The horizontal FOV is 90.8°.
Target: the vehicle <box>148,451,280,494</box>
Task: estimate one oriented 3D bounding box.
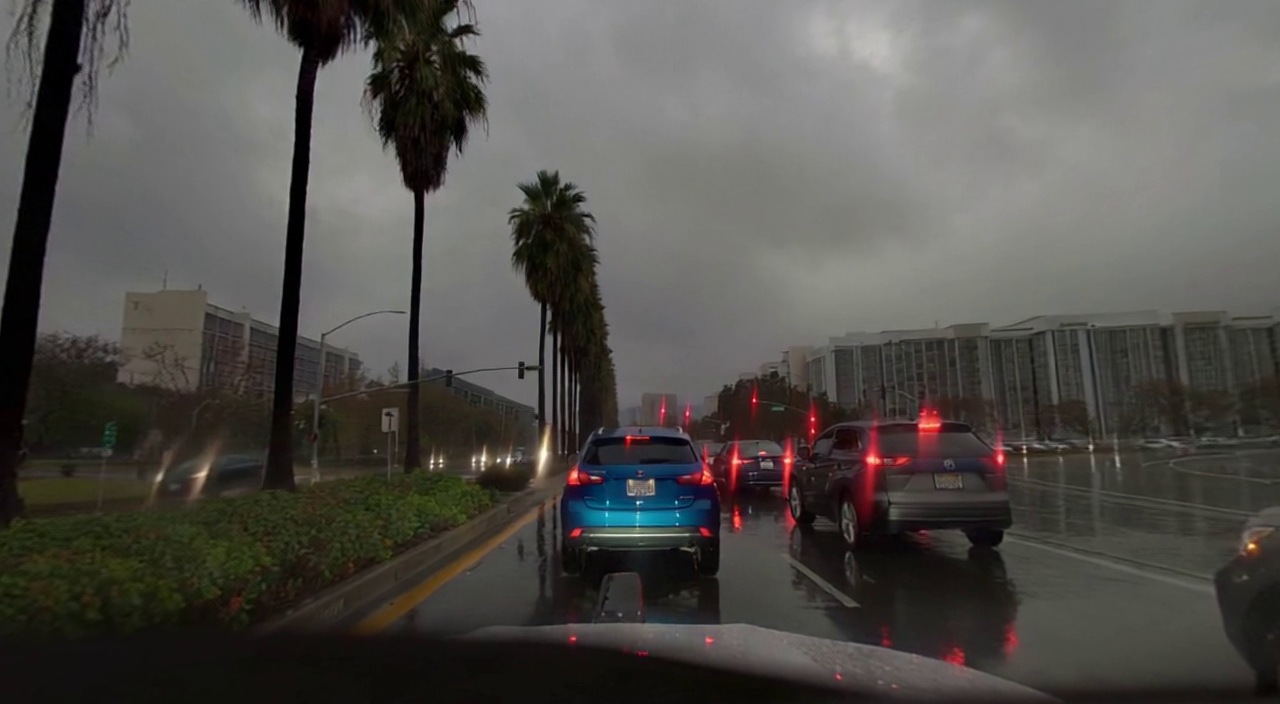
[{"bbox_3d":[-16.193,4.588,24.382,2.021,1.464,4.505,0,-9,-2],"label":"vehicle"}]

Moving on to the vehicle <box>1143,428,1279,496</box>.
[{"bbox_3d":[18.056,3.201,18.493,4.786,1.848,2.107,0,-9,-1],"label":"vehicle"}]

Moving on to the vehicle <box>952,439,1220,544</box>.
[{"bbox_3d":[7.367,2.296,11.061,1.832,1.477,3.981,0,-9,2],"label":"vehicle"}]

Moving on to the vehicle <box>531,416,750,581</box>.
[{"bbox_3d":[0.001,1.710,8.123,2.083,1.572,4.021,0,-9,0],"label":"vehicle"}]

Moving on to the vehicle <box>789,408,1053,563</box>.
[{"bbox_3d":[3.663,1.818,9.253,1.947,1.725,4.159,0,-9,0],"label":"vehicle"}]
